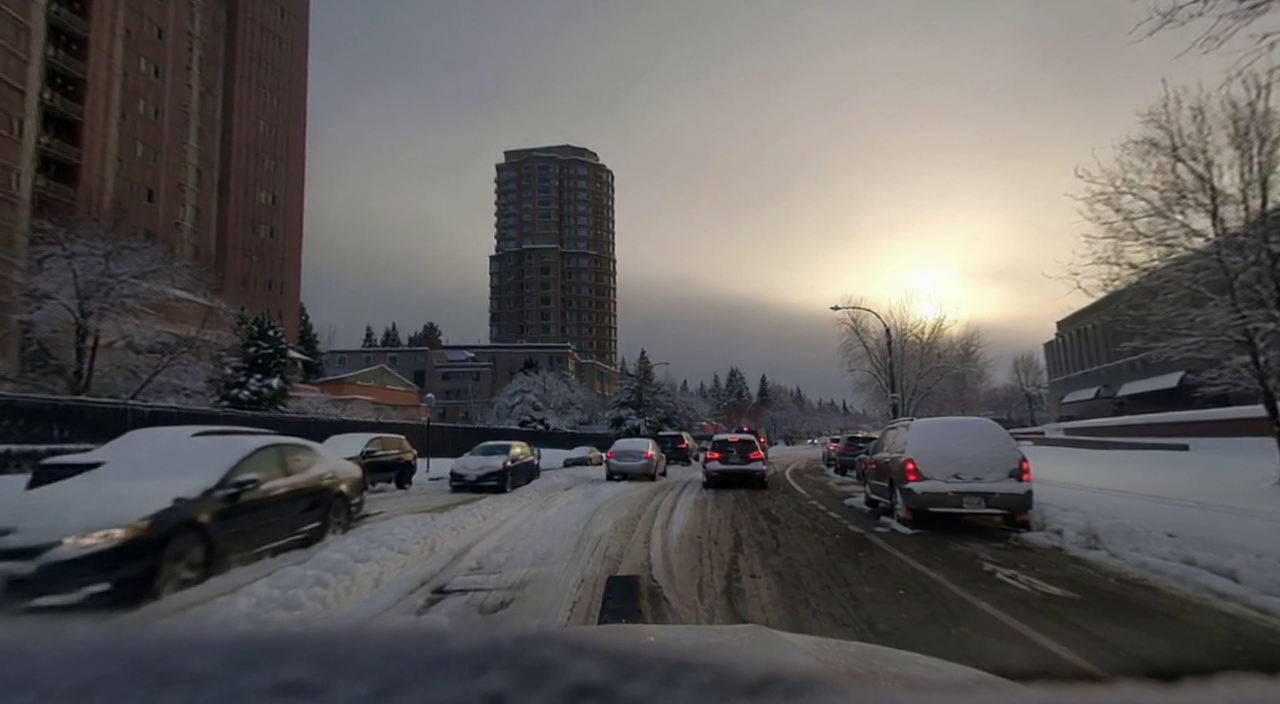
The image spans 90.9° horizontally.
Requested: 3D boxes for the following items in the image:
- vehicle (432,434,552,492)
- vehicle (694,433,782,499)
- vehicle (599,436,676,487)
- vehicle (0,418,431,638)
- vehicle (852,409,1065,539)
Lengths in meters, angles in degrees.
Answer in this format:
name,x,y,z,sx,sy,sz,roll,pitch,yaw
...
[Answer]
name,x,y,z,sx,sy,sz,roll,pitch,yaw
vehicle,-4.424,3.387,19.666,2.086,1.565,4.281,-2,-8,10
vehicle,2.597,2.931,16.662,1.982,1.510,4.144,-1,-8,9
vehicle,0.028,3.502,20.495,2.031,1.461,3.763,-1,-8,7
vehicle,-4.129,1.548,6.728,2.028,1.478,4.682,0,-8,2
vehicle,5.179,2.016,11.079,2.088,1.775,4.454,-1,-8,10
